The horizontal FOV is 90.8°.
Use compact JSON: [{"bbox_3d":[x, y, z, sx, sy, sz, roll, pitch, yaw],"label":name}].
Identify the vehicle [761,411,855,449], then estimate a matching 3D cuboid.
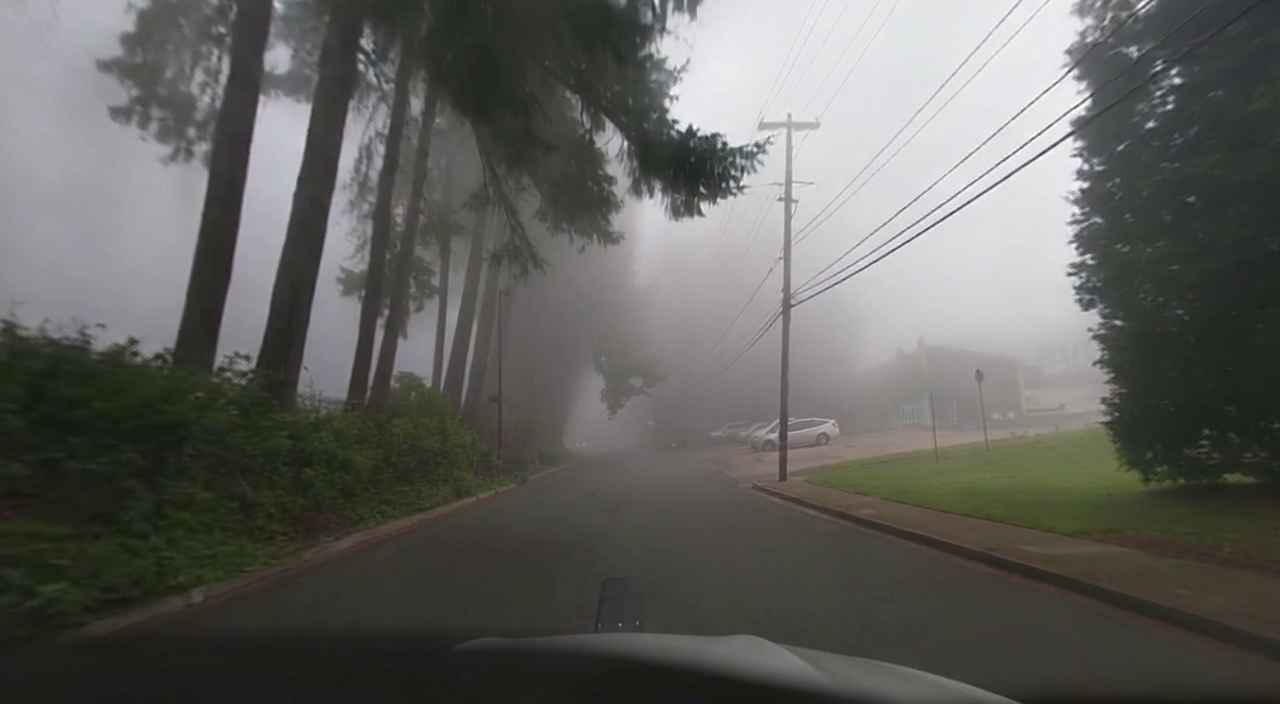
[{"bbox_3d":[9.465,4.436,35.626,4.780,1.984,1.896,3,-9,-20],"label":"vehicle"}]
